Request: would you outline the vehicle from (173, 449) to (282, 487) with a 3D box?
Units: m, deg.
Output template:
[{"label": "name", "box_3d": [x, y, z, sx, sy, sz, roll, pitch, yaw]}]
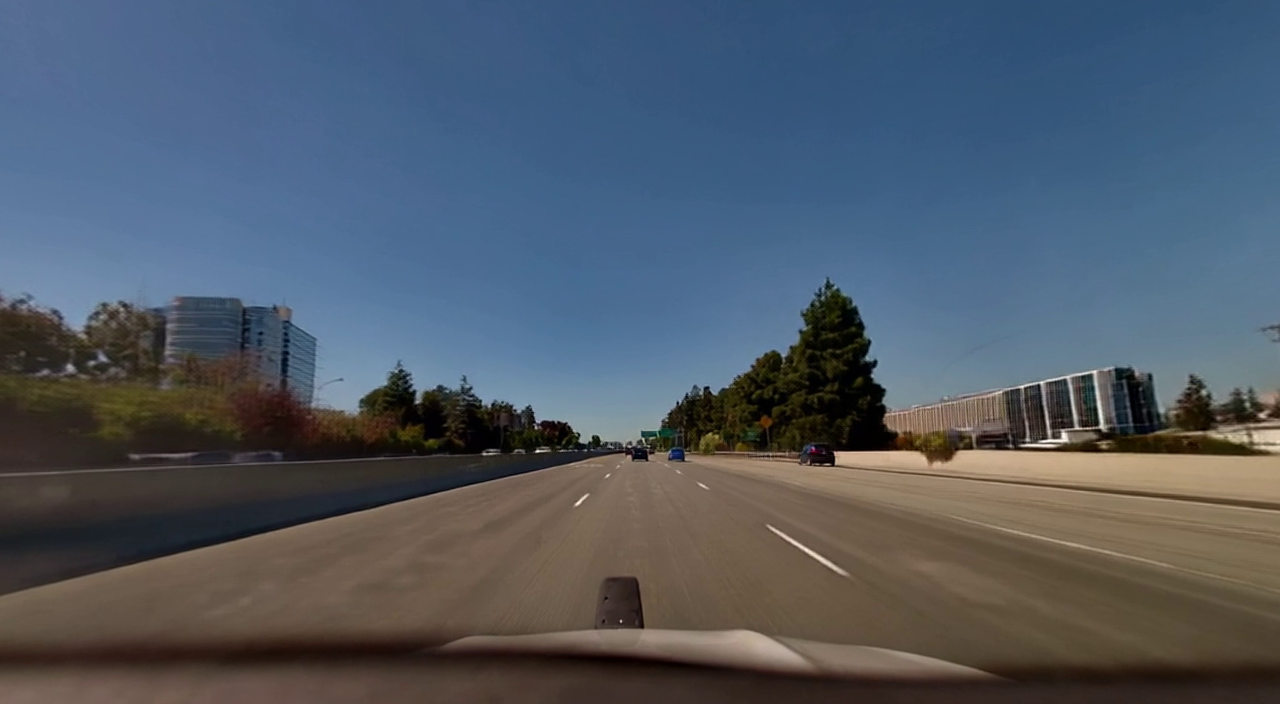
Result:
[{"label": "vehicle", "box_3d": [-17.306, 4.851, 26.772, 1.670, 1.346, 4.259, 0, -8, 1]}]
